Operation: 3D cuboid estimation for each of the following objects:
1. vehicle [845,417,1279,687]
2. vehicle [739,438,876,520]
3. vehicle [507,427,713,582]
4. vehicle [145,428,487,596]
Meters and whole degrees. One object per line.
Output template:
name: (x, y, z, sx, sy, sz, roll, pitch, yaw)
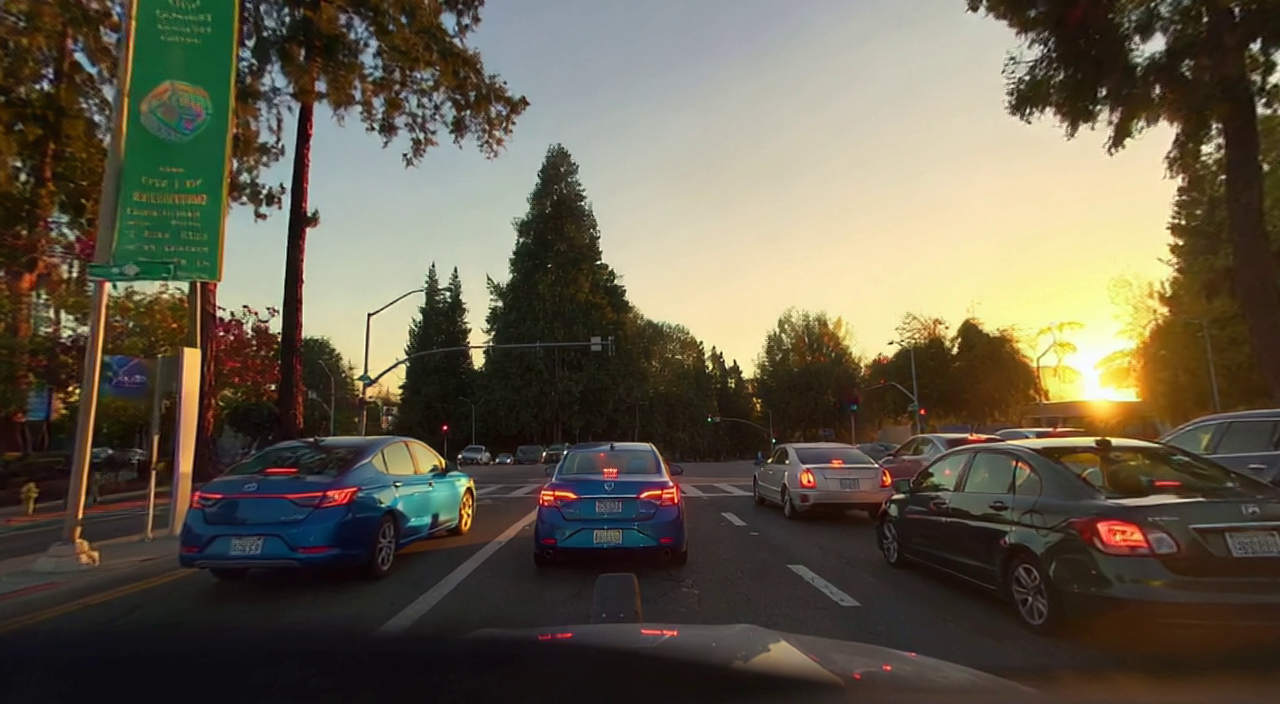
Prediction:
vehicle: (3.609, 1.437, 5.774, 1.953, 1.471, 4.470, 0, -9, 0)
vehicle: (3.397, 2.635, 13.642, 1.852, 1.498, 3.825, 0, -9, -1)
vehicle: (-0.321, 1.756, 8.006, 1.994, 1.479, 3.647, 0, -9, -1)
vehicle: (-3.359, 1.722, 7.675, 1.929, 1.457, 4.136, 0, -9, 0)
